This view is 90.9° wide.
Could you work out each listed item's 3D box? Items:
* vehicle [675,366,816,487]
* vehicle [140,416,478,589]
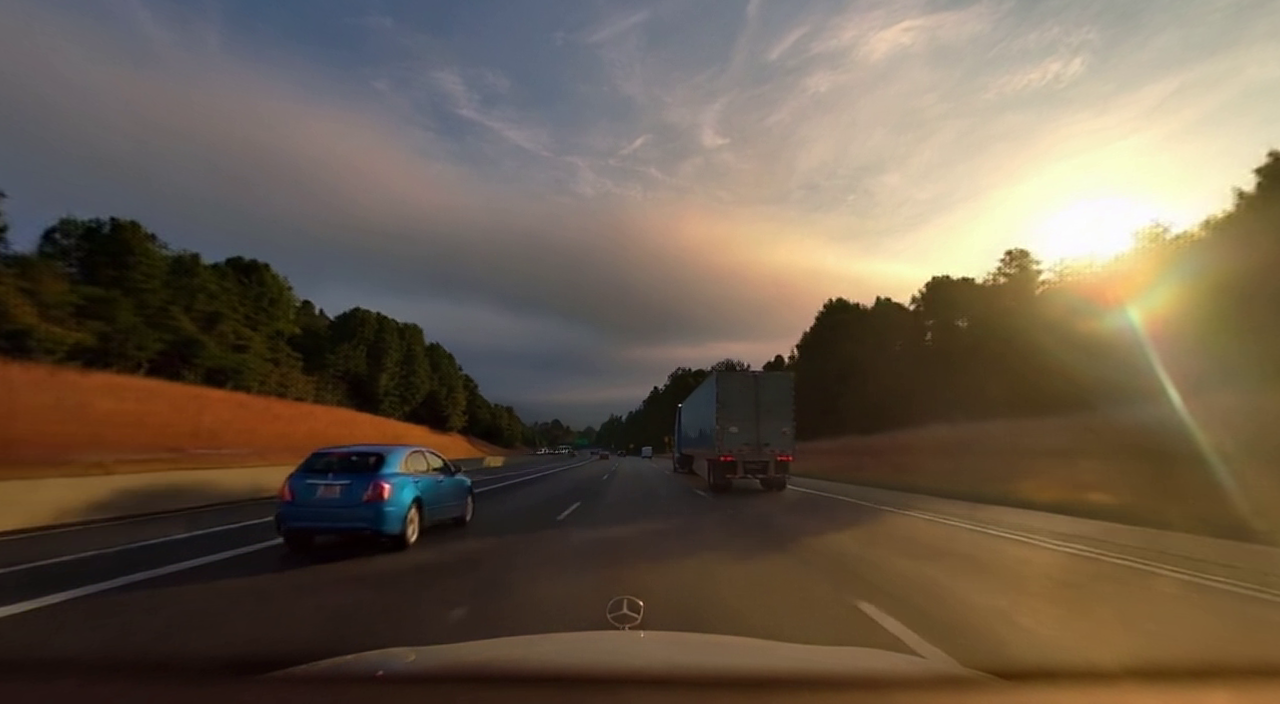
[{"bbox_3d":[4.151,3.938,30.749,3.532,4.201,17.611,0,-9,-1],"label":"vehicle"},{"bbox_3d":[-3.792,1.803,8.351,2.115,1.670,4.261,0,-9,0],"label":"vehicle"}]
